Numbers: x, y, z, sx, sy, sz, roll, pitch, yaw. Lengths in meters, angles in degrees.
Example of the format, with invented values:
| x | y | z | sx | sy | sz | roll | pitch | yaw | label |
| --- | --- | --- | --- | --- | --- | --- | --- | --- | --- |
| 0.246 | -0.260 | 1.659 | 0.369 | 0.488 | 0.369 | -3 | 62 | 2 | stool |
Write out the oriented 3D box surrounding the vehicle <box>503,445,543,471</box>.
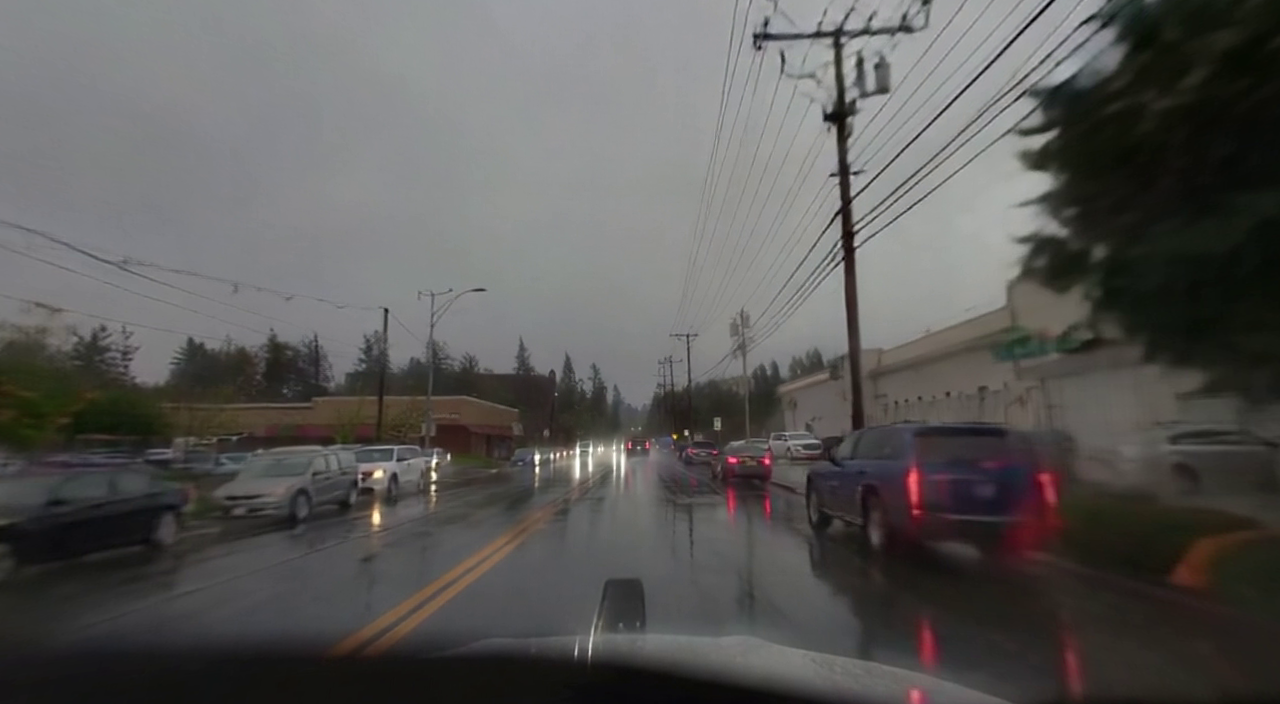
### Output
| x | y | z | sx | sy | sz | roll | pitch | yaw | label |
| --- | --- | --- | --- | --- | --- | --- | --- | --- | --- |
| -8.493 | 7.676 | 46.173 | 2.113 | 1.665 | 5.062 | 0 | -7 | -2 | vehicle |

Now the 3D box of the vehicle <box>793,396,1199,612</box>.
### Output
| x | y | z | sx | sy | sz | roll | pitch | yaw | label |
| --- | --- | --- | --- | --- | --- | --- | --- | --- | --- |
| 3.547 | 1.601 | 7.673 | 2.088 | 1.765 | 4.704 | 0 | -8 | -1 | vehicle |

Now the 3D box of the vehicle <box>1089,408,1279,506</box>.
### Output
| x | y | z | sx | sy | sz | roll | pitch | yaw | label |
| --- | --- | --- | --- | --- | --- | --- | --- | --- | --- |
| 11.314 | 1.845 | 11.480 | 4.711 | 1.587 | 1.909 | -2 | -8 | 3 | vehicle |

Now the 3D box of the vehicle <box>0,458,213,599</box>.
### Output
| x | y | z | sx | sy | sz | roll | pitch | yaw | label |
| --- | --- | --- | --- | --- | --- | --- | --- | --- | --- |
| -8.622 | 2.337 | 8.817 | 2.022 | 1.501 | 4.860 | 0 | -7 | -1 | vehicle |

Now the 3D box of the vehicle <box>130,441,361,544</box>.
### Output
| x | y | z | sx | sy | sz | roll | pitch | yaw | label |
| --- | --- | --- | --- | --- | --- | --- | --- | --- | --- |
| -8.466 | 2.978 | 14.280 | 2.045 | 1.820 | 4.858 | 0 | -7 | 0 | vehicle |

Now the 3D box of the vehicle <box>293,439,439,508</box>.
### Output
| x | y | z | sx | sy | sz | roll | pitch | yaw | label |
| --- | --- | --- | --- | --- | --- | --- | --- | --- | --- |
| -8.317 | 3.721 | 19.922 | 1.986 | 1.831 | 5.678 | 0 | -9 | 1 | vehicle |

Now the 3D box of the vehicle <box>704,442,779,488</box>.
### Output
| x | y | z | sx | sy | sz | roll | pitch | yaw | label |
| --- | --- | --- | --- | --- | --- | --- | --- | --- | --- |
| 3.506 | 3.981 | 22.642 | 1.866 | 1.439 | 4.482 | 0 | -8 | -1 | vehicle |

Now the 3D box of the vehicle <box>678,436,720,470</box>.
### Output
| x | y | z | sx | sy | sz | roll | pitch | yaw | label |
| --- | --- | --- | --- | --- | --- | --- | --- | --- | --- |
| 3.391 | 5.954 | 37.177 | 2.025 | 1.843 | 4.883 | -1 | -9 | 1 | vehicle |
